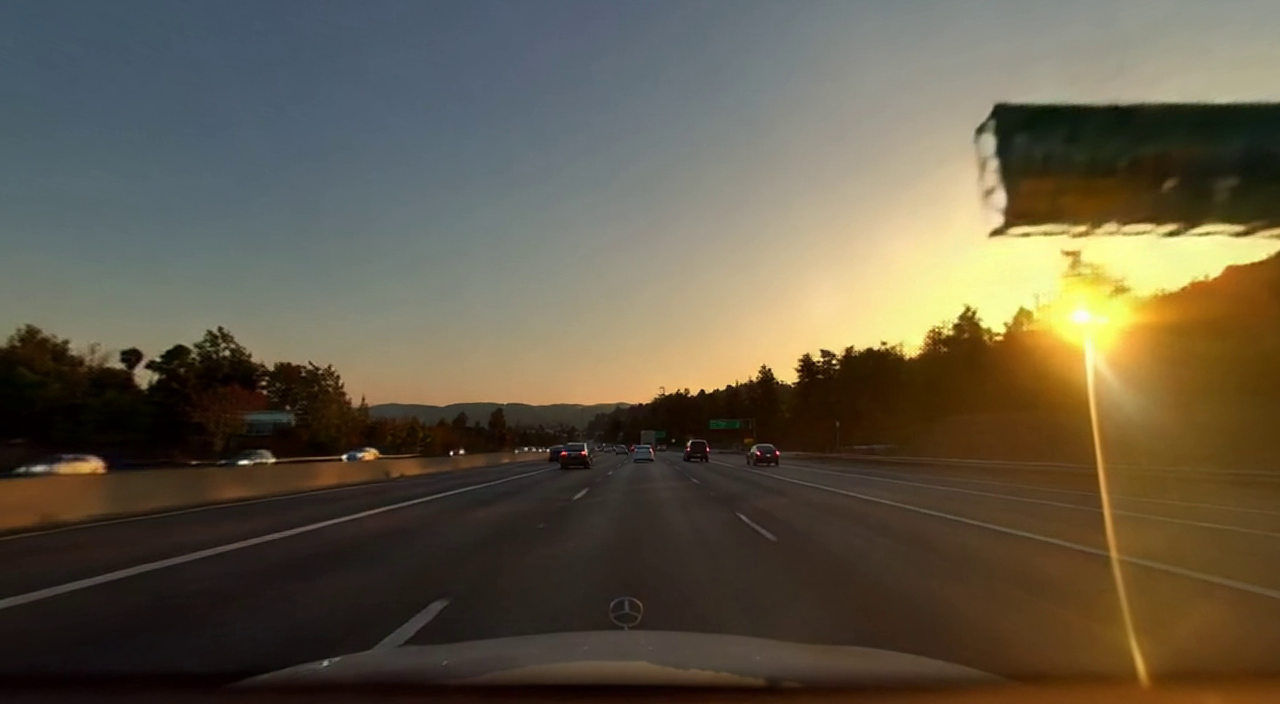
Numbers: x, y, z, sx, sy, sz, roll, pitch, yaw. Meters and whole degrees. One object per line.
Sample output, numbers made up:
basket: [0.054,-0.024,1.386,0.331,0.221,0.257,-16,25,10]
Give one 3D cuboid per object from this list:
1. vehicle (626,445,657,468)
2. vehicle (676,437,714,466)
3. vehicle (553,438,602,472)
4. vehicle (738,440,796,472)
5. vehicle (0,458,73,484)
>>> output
vehicle: [0.155,7.241,43.868,2.050,1.452,3.917,0,-9,2]
vehicle: [4.050,7.410,47.017,2.348,1.991,5.460,0,-9,0]
vehicle: [-3.398,5.736,35.240,2.118,1.750,4.875,0,-9,1]
vehicle: [6.998,5.787,35.311,2.196,1.659,4.451,0,-9,-2]
vehicle: [-36.887,7.117,37.870,1.738,1.412,4.086,0,-9,1]
